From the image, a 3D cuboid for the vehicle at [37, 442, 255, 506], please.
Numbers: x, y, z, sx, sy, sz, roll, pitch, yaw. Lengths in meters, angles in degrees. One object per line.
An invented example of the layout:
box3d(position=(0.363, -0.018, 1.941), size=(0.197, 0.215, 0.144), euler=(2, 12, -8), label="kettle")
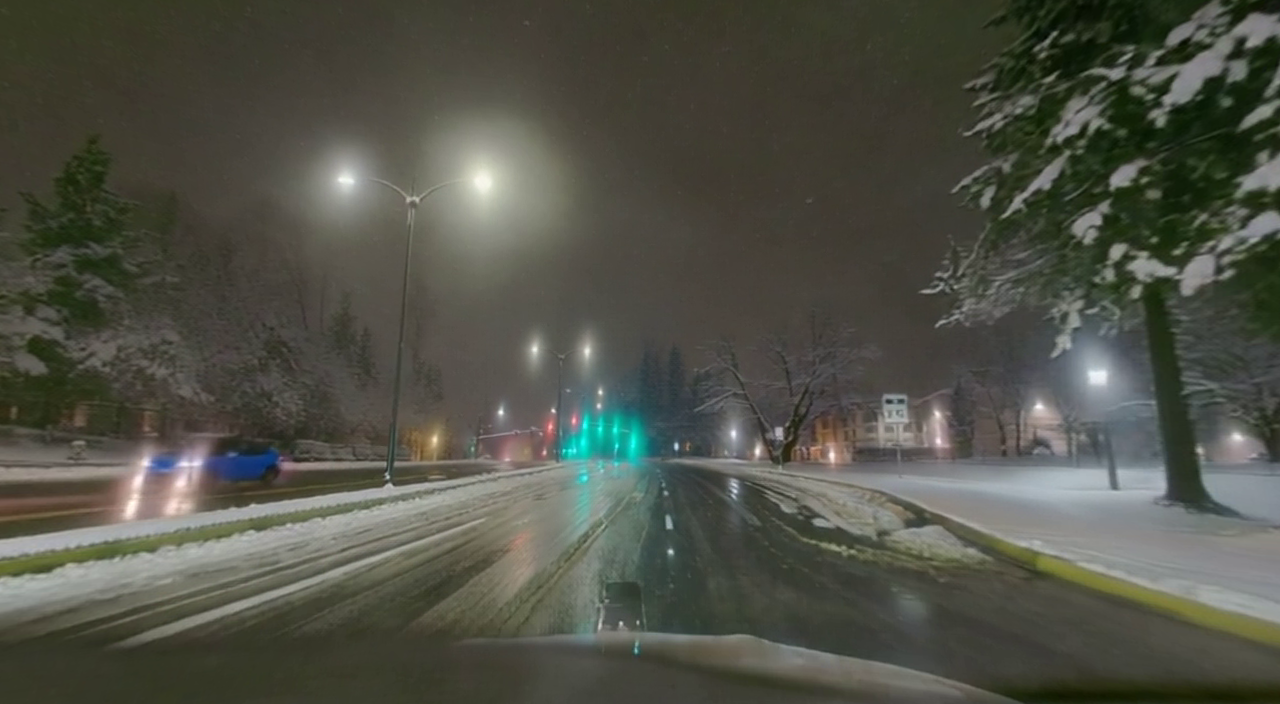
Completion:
box3d(position=(-13.481, 3.335, 17.773), size=(2.152, 1.521, 4.767), euler=(-1, -9, 2), label="vehicle")
